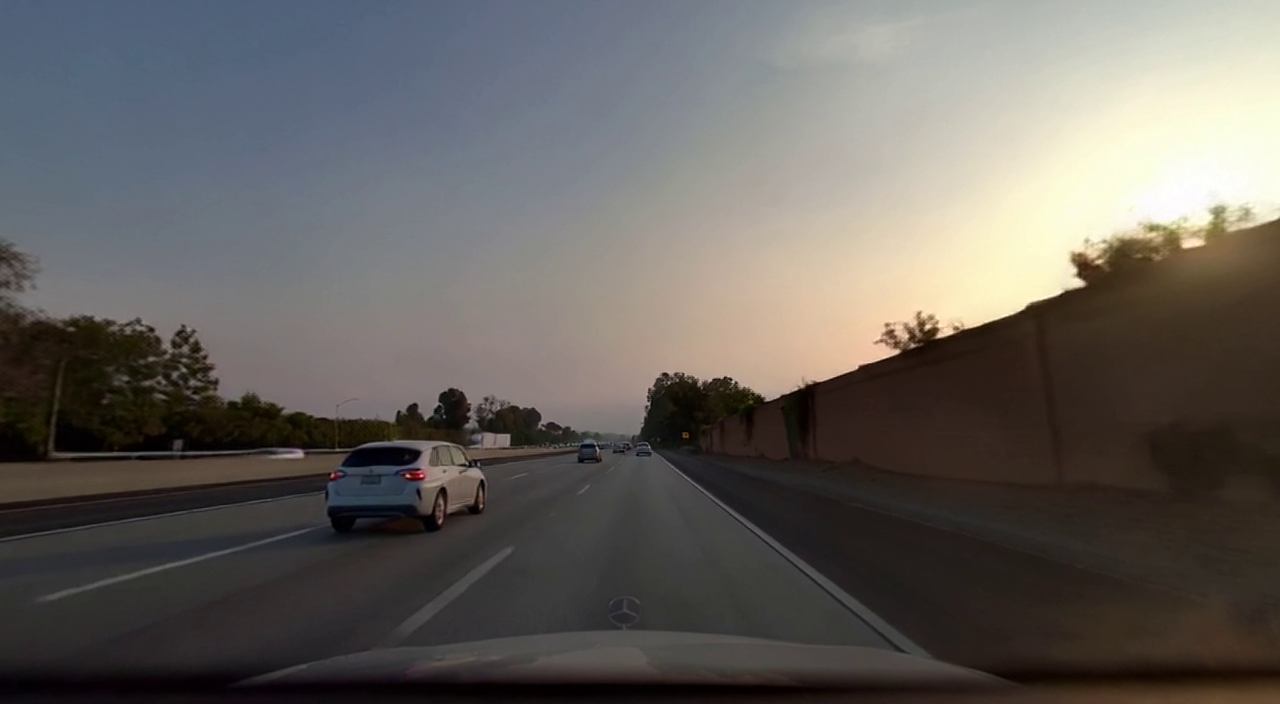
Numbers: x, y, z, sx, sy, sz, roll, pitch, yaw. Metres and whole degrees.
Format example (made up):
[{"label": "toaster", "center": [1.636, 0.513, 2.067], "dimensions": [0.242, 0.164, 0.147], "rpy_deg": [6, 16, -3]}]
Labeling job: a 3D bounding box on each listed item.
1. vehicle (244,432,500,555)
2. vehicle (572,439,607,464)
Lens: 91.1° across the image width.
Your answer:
[{"label": "vehicle", "center": [-3.824, 2.095, 10.133], "dimensions": [1.945, 1.484, 4.803], "rpy_deg": [0, -8, 1]}, {"label": "vehicle", "center": [-3.512, 7.090, 44.757], "dimensions": [2.036, 1.636, 4.511], "rpy_deg": [0, -8, 1]}]
